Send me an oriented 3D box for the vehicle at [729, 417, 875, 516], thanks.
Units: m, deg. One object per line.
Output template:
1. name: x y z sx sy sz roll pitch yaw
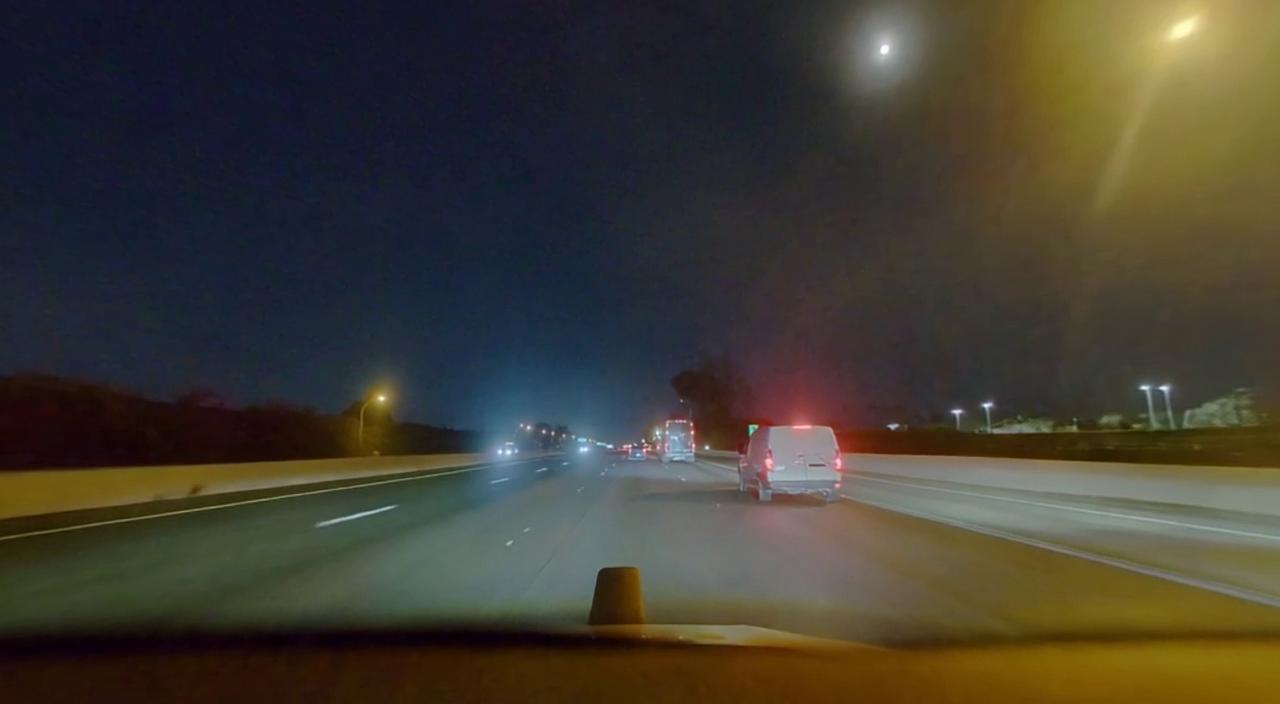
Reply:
1. vehicle: 3.533 2.614 14.885 2.035 1.931 4.841 0 -9 -1
